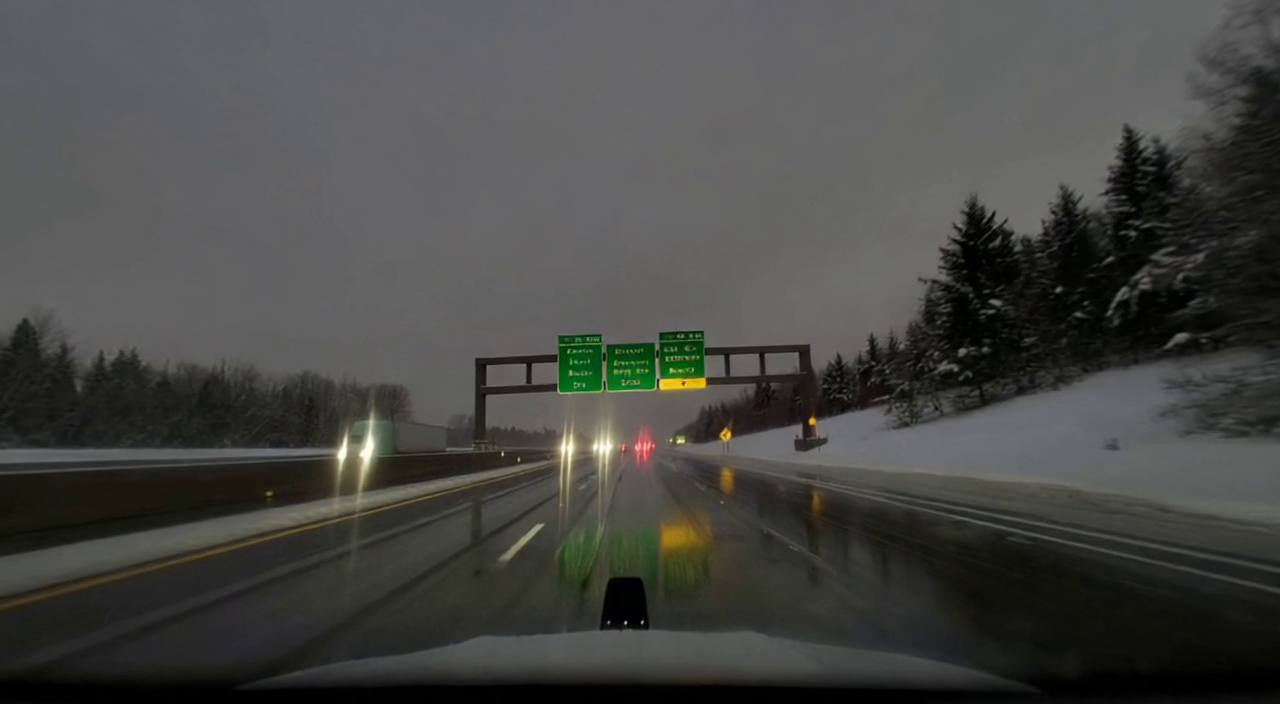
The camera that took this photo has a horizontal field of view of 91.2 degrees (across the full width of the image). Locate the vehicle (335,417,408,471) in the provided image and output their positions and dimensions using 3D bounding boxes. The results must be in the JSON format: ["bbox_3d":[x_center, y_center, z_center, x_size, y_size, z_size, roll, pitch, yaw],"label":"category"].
[{"bbox_3d":[-20.773,7.199,49.036,2.951,3.866,6.101,0,-8,0],"label":"vehicle"}]
